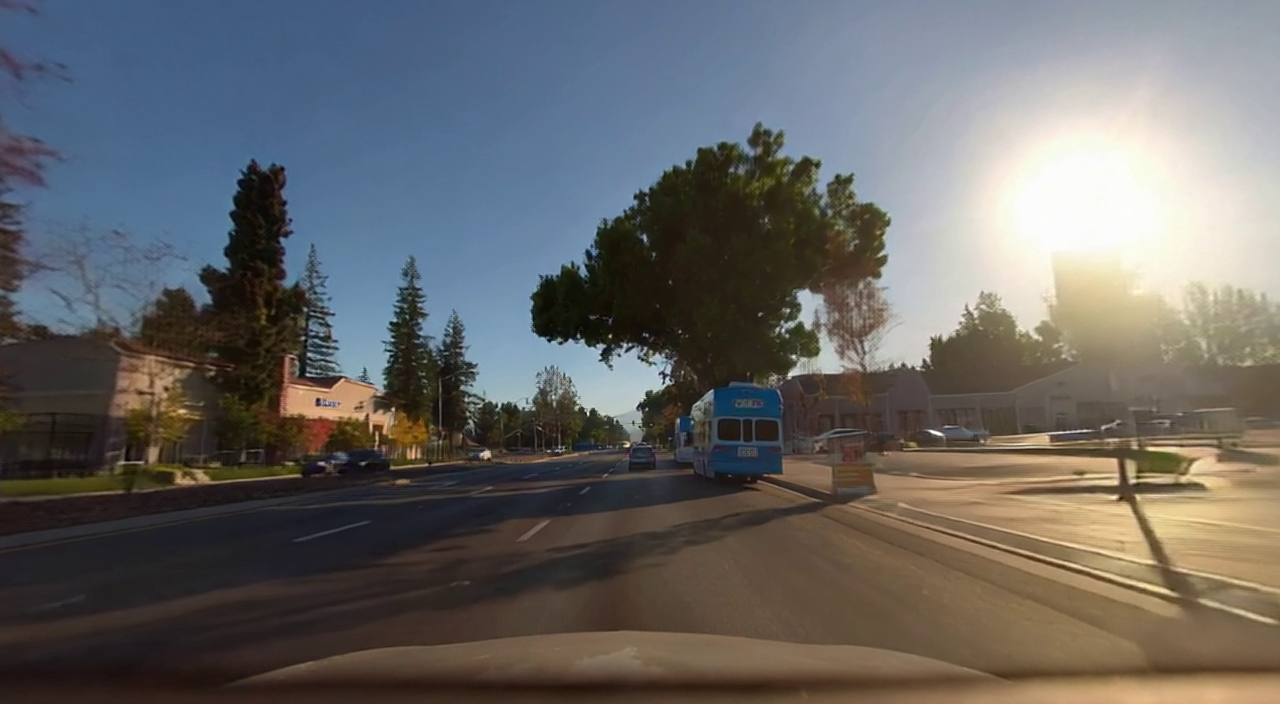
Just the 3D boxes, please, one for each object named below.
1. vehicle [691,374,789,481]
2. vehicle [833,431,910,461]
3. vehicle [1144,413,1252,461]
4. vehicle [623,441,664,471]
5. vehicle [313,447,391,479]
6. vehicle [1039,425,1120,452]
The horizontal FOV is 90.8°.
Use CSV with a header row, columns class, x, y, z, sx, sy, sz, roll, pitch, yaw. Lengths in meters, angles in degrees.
class,x,y,z,sx,sy,sz,roll,pitch,yaw
vehicle,4.014,3.411,27.555,2.896,3.921,8.415,0,-9,0
vehicle,13.890,5.687,37.960,4.037,1.538,1.912,-7,-10,26
vehicle,23.083,3.514,26.104,4.430,1.659,1.905,2,-10,-31
vehicle,0.167,5.701,34.839,2.103,1.506,4.742,0,-9,-1
vehicle,-14.551,5.619,32.226,1.836,1.498,4.518,0,-9,1
vehicle,26.091,5.180,37.523,4.196,1.520,1.953,4,-10,-25
